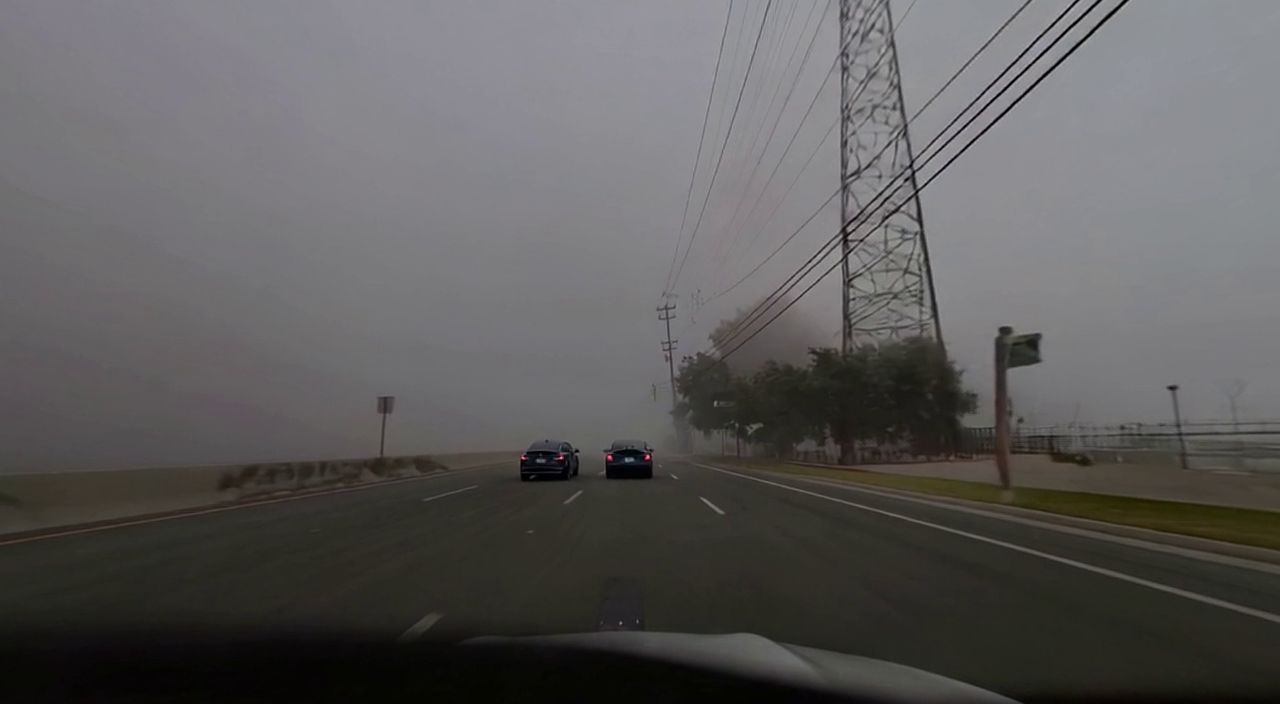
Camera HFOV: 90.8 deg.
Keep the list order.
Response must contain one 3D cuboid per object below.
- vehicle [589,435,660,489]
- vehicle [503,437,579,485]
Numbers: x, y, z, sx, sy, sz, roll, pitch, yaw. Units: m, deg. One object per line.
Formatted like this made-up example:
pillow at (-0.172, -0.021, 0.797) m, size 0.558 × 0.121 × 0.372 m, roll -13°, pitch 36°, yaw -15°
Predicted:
vehicle at (-0.490, 3.734, 21.674) m, size 2.189 × 1.652 × 4.135 m, roll 0°, pitch -9°, yaw 0°
vehicle at (-3.565, 4.055, 23.793) m, size 1.985 × 1.607 × 4.892 m, roll 0°, pitch -8°, yaw 1°
